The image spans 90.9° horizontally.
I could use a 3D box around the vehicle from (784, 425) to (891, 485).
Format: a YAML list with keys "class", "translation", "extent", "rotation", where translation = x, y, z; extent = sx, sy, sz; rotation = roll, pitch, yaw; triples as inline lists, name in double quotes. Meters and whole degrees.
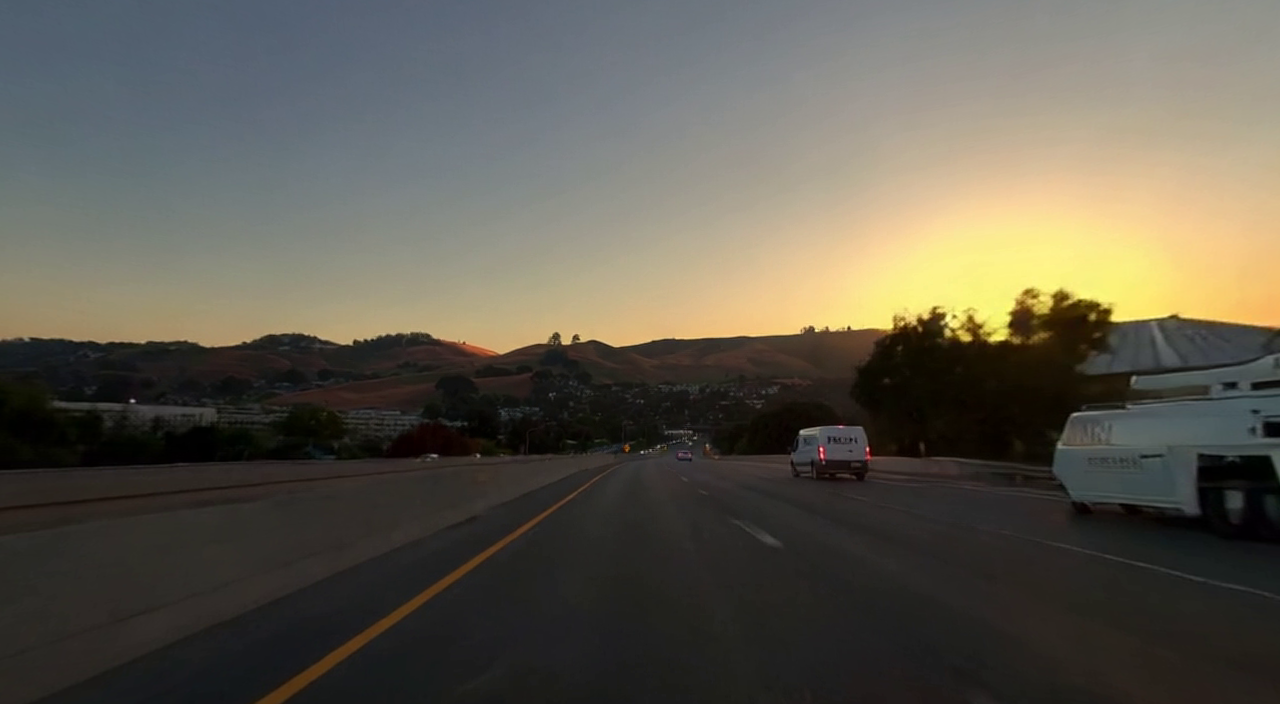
- class: "vehicle"
  translation: [7.434, 3.940, 24.502]
  extent: [2.275, 2.059, 5.543]
  rotation: [0, -8, -1]
